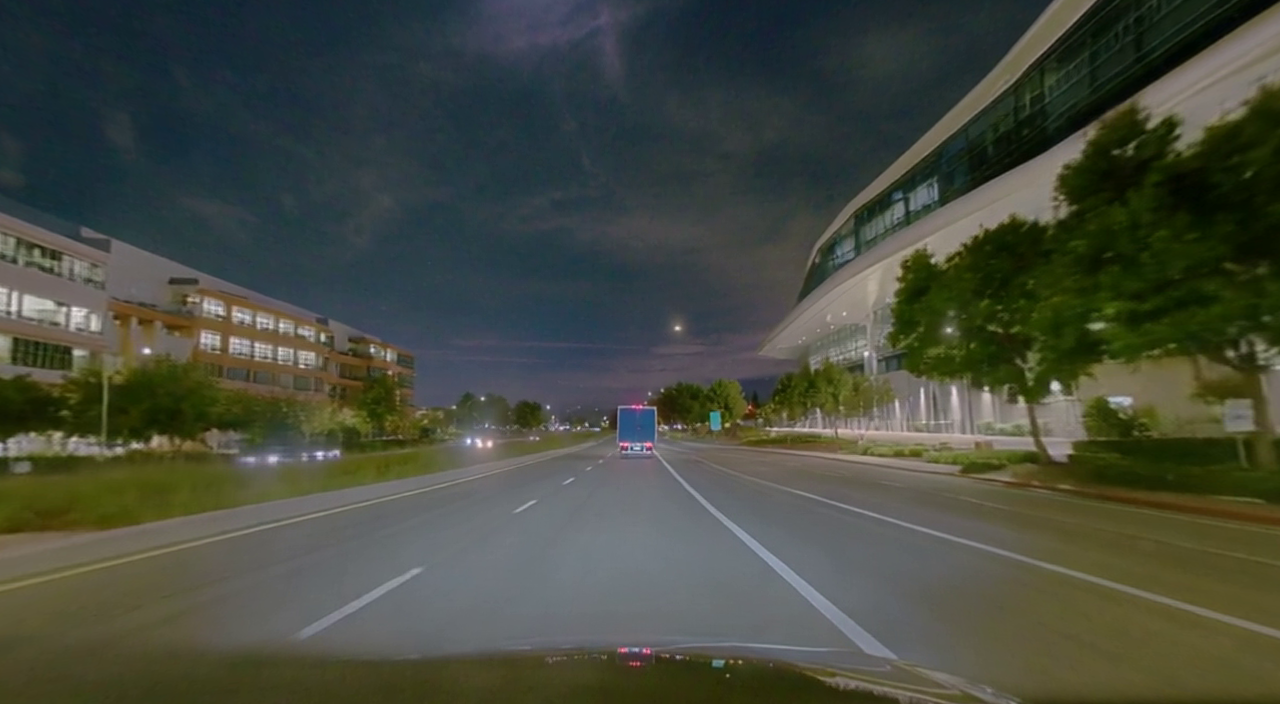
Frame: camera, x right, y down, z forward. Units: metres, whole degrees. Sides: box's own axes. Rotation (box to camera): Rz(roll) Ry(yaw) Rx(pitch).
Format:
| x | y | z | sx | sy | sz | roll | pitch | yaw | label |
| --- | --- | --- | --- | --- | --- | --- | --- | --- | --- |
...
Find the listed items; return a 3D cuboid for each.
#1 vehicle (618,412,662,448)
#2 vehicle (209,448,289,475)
| x | y | z | sx | sy | sz | roll | pitch | yaw | label |
| --- | --- | --- | --- | --- | --- | --- | --- | --- | --- |
| -0.078 | 4.381 | 34.776 | 2.178 | 1.829 | 4.932 | 1 | -9 | -3 | vehicle |
| -23.805 | 6.660 | 38.704 | 1.904 | 1.514 | 4.667 | 0 | -9 | 0 | vehicle |
